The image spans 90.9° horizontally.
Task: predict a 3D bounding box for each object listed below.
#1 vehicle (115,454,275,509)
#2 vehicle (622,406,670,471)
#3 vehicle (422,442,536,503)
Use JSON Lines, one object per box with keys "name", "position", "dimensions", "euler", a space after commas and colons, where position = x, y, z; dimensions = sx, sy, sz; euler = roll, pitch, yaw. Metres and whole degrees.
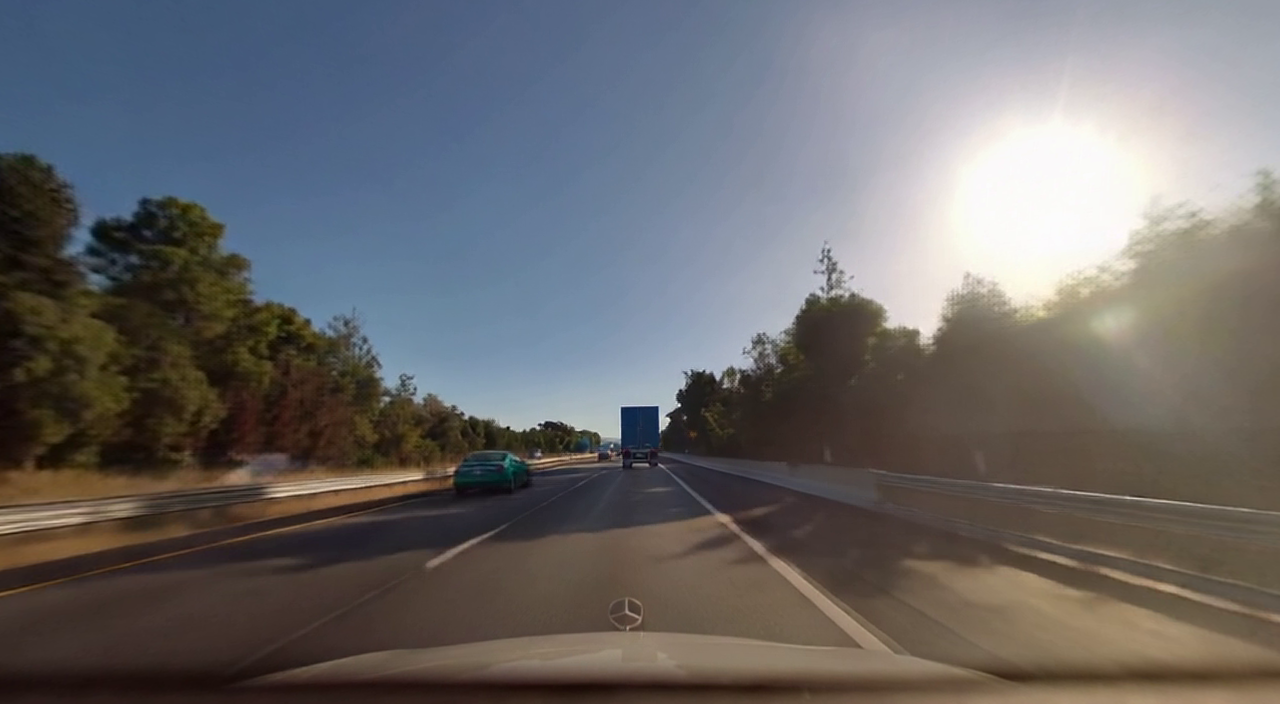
{"name": "vehicle", "position": [-13.386, 3.866, 19.319], "dimensions": [1.815, 1.437, 4.195], "euler": [0, -9, 0]}
{"name": "vehicle", "position": [0.447, 6.047, 43.675], "dimensions": [2.899, 3.966, 10.053], "euler": [0, -9, 1]}
{"name": "vehicle", "position": [-4.450, 3.398, 18.287], "dimensions": [2.051, 1.538, 4.569], "euler": [0, -9, 1]}
